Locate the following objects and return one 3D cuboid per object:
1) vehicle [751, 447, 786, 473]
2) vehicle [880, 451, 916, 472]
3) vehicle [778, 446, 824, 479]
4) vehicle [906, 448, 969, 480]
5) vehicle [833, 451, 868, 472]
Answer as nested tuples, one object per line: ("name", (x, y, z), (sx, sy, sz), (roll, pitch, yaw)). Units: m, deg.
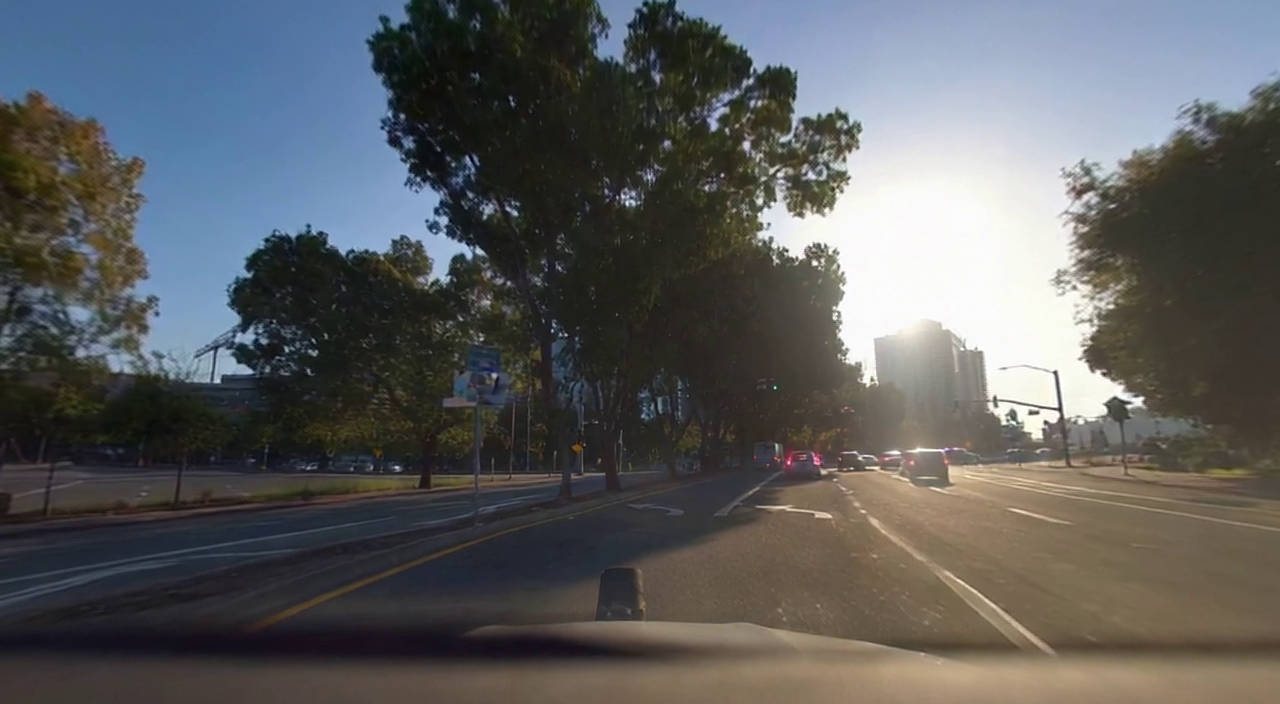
("vehicle", (9.785, 8.125, 47.613), (2.245, 1.800, 4.522), (-3, -9, 15))
("vehicle", (19.416, 8.242, 47.578), (1.901, 1.484, 4.093), (-3, -9, 14))
("vehicle", (8.268, 5.641, 32.340), (2.078, 1.578, 4.107), (-3, -9, 15))
("vehicle", (14.441, 5.440, 30.824), (1.884, 1.422, 4.262), (-3, -9, 13))
("vehicle", (15.626, 8.148, 47.069), (2.063, 1.476, 4.361), (-3, -9, 14))
